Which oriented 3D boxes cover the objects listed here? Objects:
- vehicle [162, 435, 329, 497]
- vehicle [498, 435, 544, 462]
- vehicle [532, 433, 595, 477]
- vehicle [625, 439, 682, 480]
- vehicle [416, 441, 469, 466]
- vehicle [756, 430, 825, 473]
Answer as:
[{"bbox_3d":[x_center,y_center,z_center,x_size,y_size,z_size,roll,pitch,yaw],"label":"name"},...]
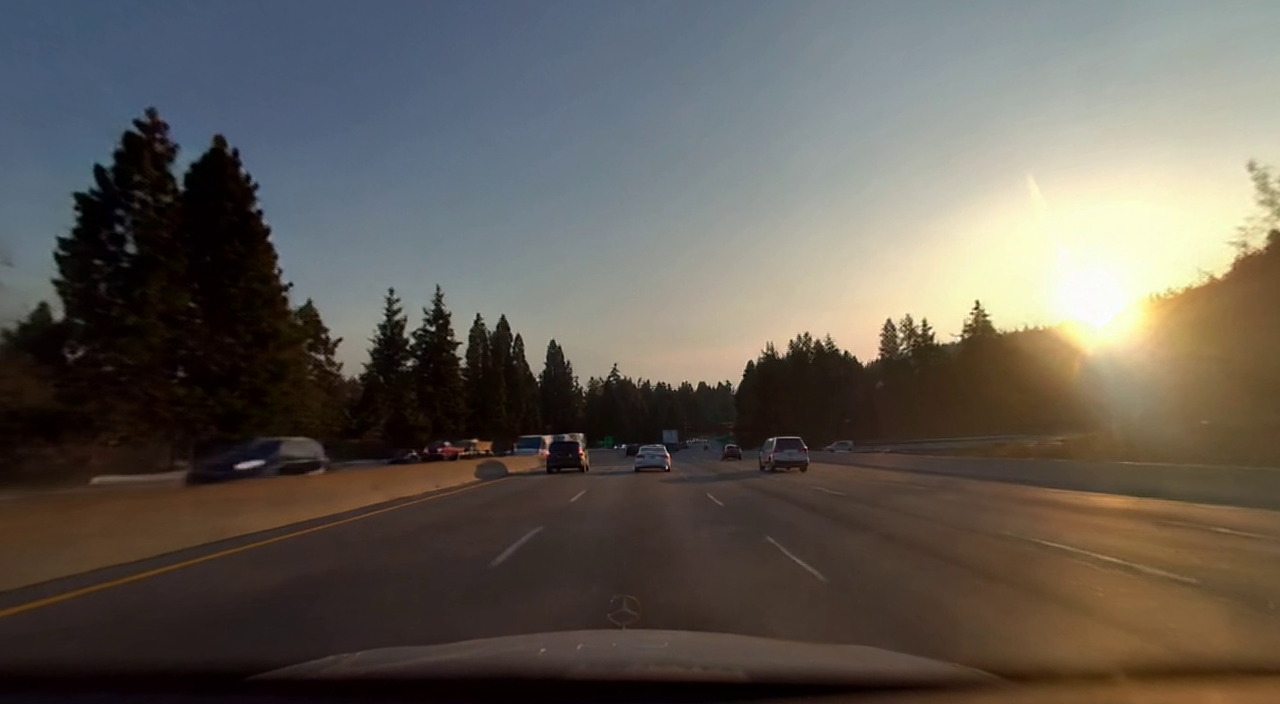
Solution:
[{"bbox_3d":[-12.170,3.517,19.995,1.915,1.675,5.092,0,-8,1],"label":"vehicle"},{"bbox_3d":[-8.736,7.157,46.949,2.251,1.900,5.551,0,-8,1],"label":"vehicle"},{"bbox_3d":[-3.248,4.490,27.709,2.140,1.720,4.410,0,-8,1],"label":"vehicle"},{"bbox_3d":[0.527,4.242,25.140,2.071,1.464,4.162,0,-8,1],"label":"vehicle"},{"bbox_3d":[-15.289,7.881,49.214,2.186,1.863,5.744,0,-8,1],"label":"vehicle"},{"bbox_3d":[7.216,4.855,30.894,2.094,1.916,5.099,0,-8,0],"label":"vehicle"}]
